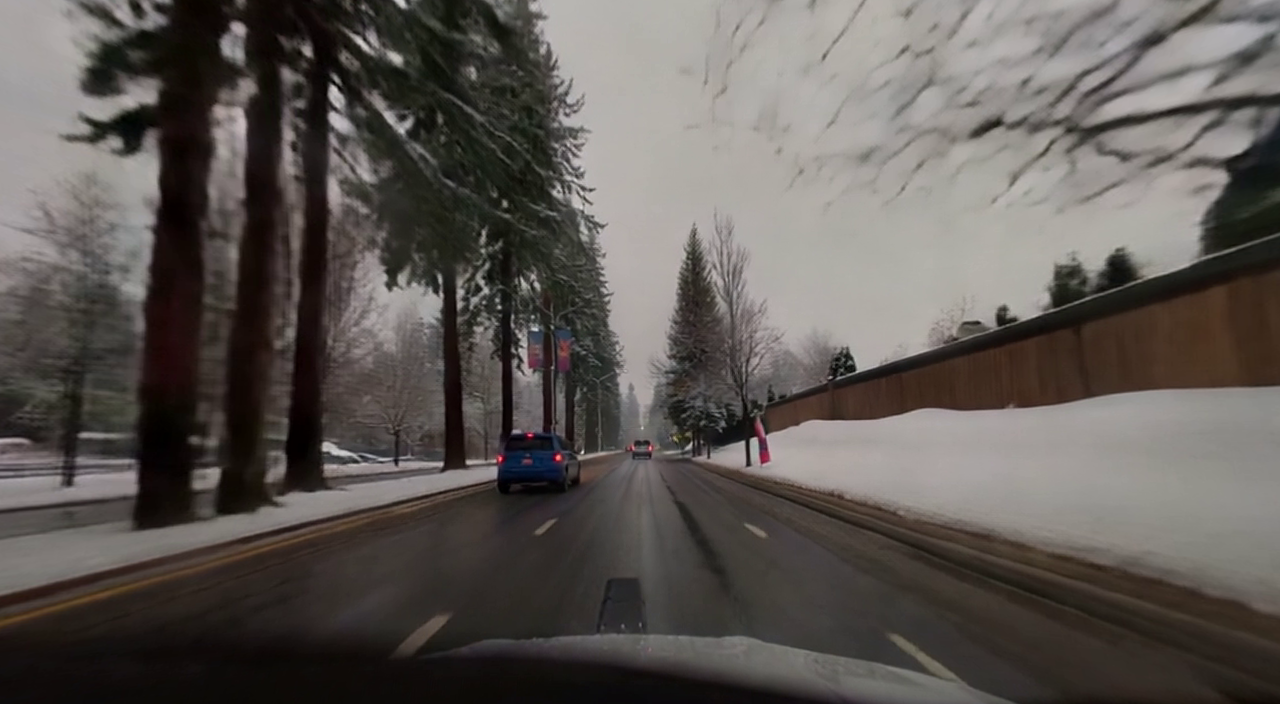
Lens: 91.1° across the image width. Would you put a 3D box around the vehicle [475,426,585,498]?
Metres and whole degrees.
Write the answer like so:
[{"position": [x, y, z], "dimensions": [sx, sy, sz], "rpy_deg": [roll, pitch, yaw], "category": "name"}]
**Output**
[{"position": [-3.041, 3.175, 18.567], "dimensions": [2.281, 1.837, 4.845], "rpy_deg": [0, -8, 1], "category": "vehicle"}]
